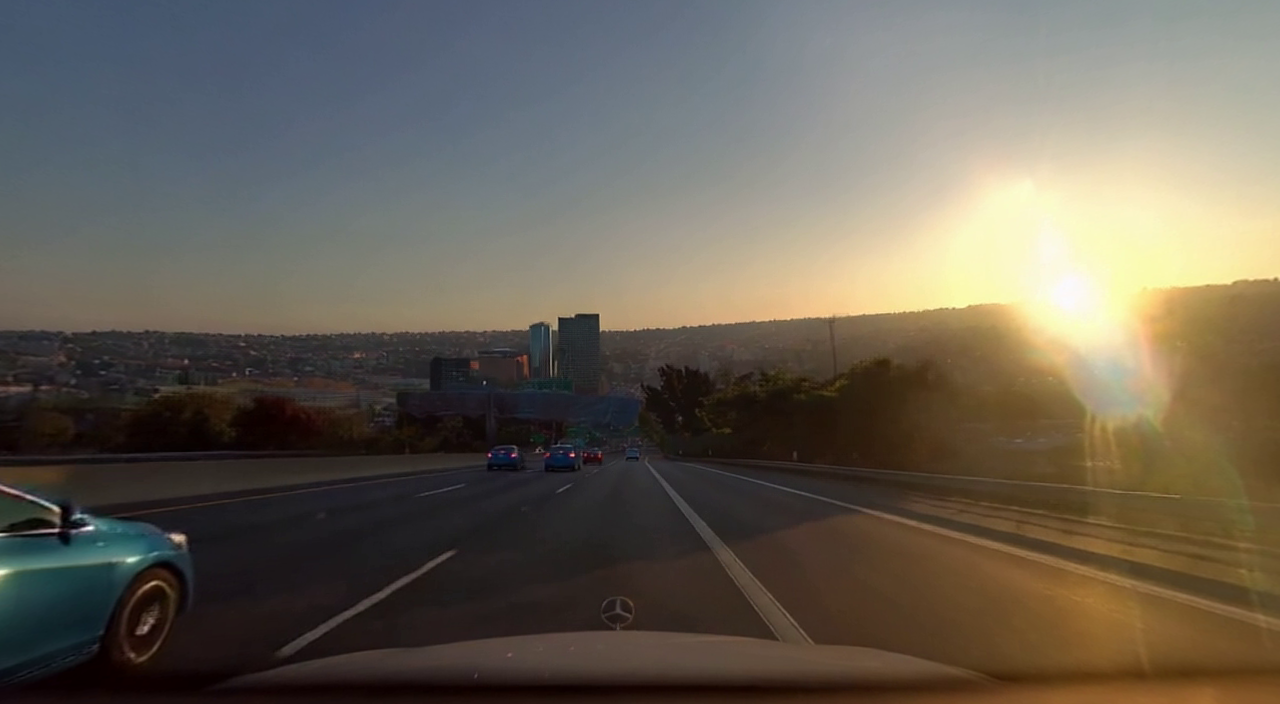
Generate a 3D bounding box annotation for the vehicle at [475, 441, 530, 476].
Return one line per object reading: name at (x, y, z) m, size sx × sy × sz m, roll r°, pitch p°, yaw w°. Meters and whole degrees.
vehicle at (-7.776, 6.072, 36.302) m, size 2.040 × 1.824 × 4.917 m, roll 0°, pitch -9°, yaw 0°

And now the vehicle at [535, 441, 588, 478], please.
vehicle at (-3.848, 5.362, 31.668) m, size 2.075 × 1.702 × 4.257 m, roll 0°, pitch -9°, yaw 0°

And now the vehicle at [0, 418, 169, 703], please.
vehicle at (-4.050, 0.873, 1.690) m, size 2.114 × 1.480 × 4.473 m, roll 0°, pitch -9°, yaw 0°
